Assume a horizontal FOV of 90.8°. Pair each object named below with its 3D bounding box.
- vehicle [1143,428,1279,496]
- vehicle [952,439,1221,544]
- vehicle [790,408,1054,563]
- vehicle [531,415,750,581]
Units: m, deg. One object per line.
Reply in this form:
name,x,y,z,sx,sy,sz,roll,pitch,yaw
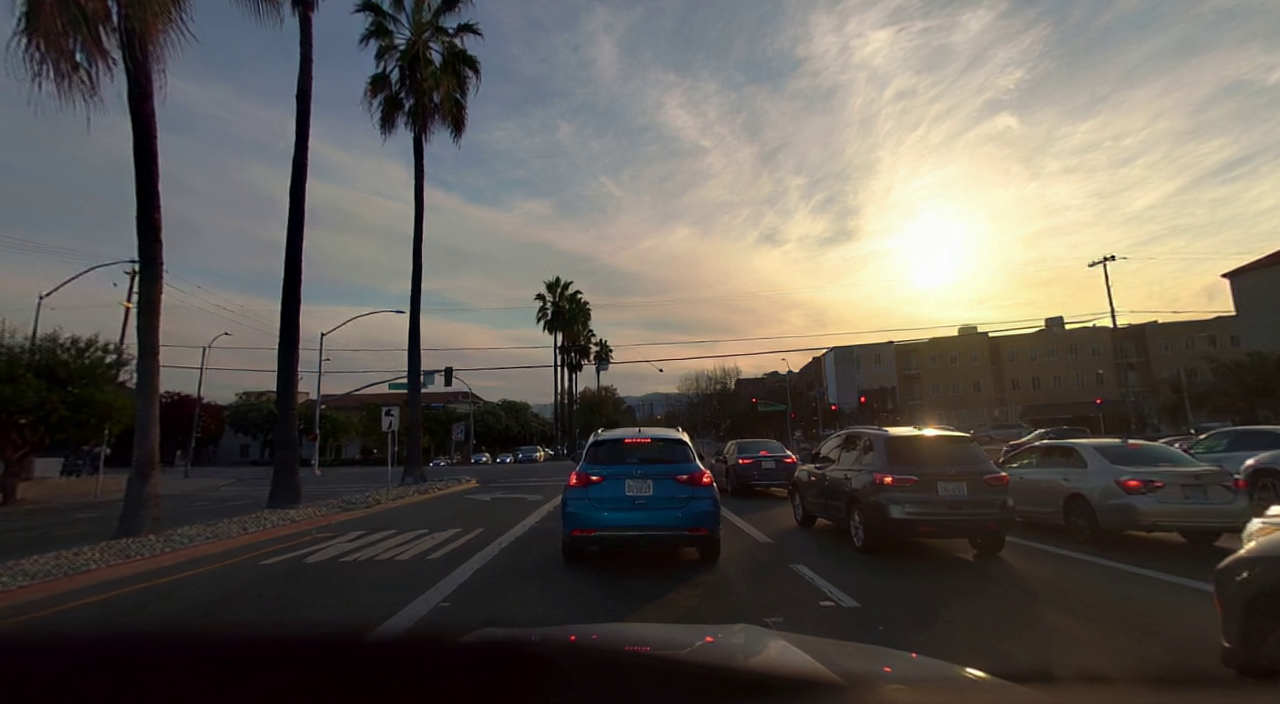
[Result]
vehicle,18.051,3.201,18.493,4.786,1.848,2.107,0,-9,-1
vehicle,7.367,2.294,11.051,1.832,1.477,3.981,0,-9,2
vehicle,3.664,1.821,9.246,1.947,1.725,4.159,0,-9,1
vehicle,0.001,1.708,8.124,2.083,1.572,4.021,0,-9,0
